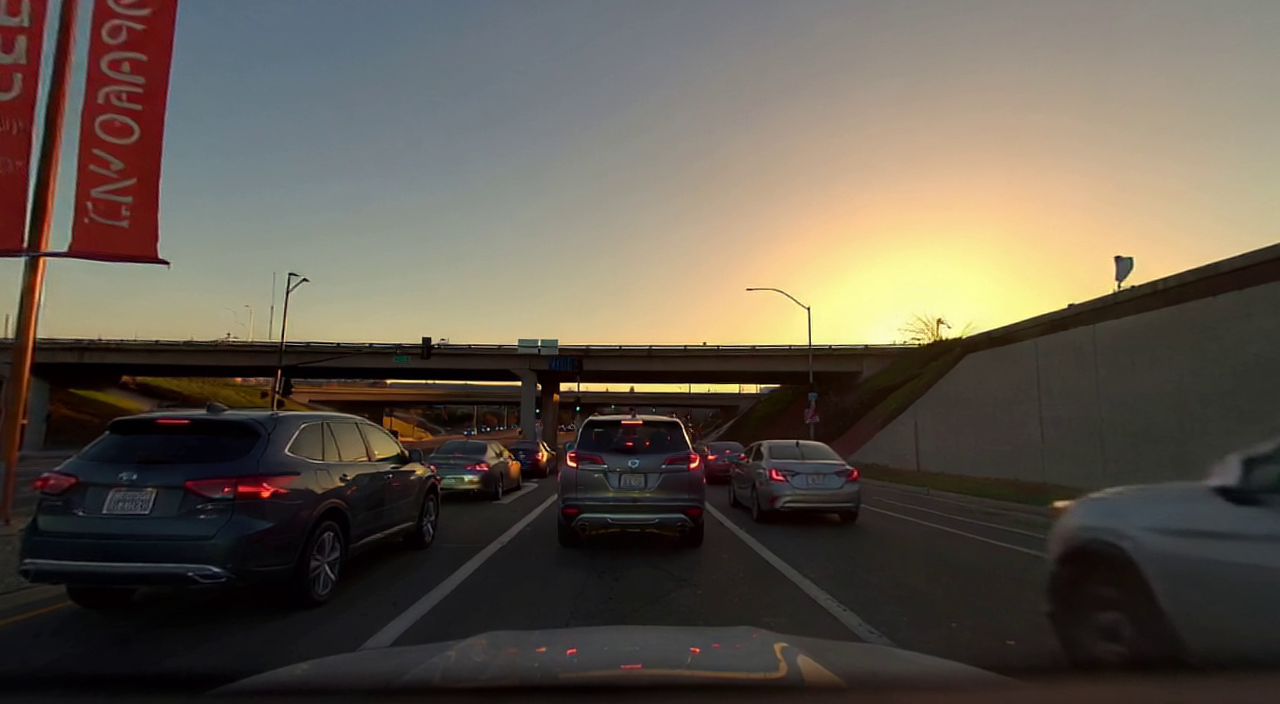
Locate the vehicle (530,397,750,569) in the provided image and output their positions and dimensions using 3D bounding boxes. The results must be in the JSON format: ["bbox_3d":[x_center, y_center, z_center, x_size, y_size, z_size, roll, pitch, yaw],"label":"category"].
[{"bbox_3d":[-0.082,1.771,9.211,2.409,1.864,4.471,0,-9,-2],"label":"vehicle"}]

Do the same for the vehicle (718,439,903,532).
[{"bbox_3d":[3.057,2.523,12.626,2.228,1.472,4.939,0,-9,-1],"label":"vehicle"}]

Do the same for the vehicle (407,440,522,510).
[{"bbox_3d":[-4.158,2.940,15.442,1.797,1.505,3.506,0,-9,0],"label":"vehicle"}]

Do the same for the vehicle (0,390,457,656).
[{"bbox_3d":[-3.499,1.427,6.273,2.039,1.709,4.265,0,-9,0],"label":"vehicle"}]

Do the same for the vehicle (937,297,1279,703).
[{"bbox_3d":[3.182,0.725,2.146,2.016,1.804,4.681,0,-9,0],"label":"vehicle"}]
